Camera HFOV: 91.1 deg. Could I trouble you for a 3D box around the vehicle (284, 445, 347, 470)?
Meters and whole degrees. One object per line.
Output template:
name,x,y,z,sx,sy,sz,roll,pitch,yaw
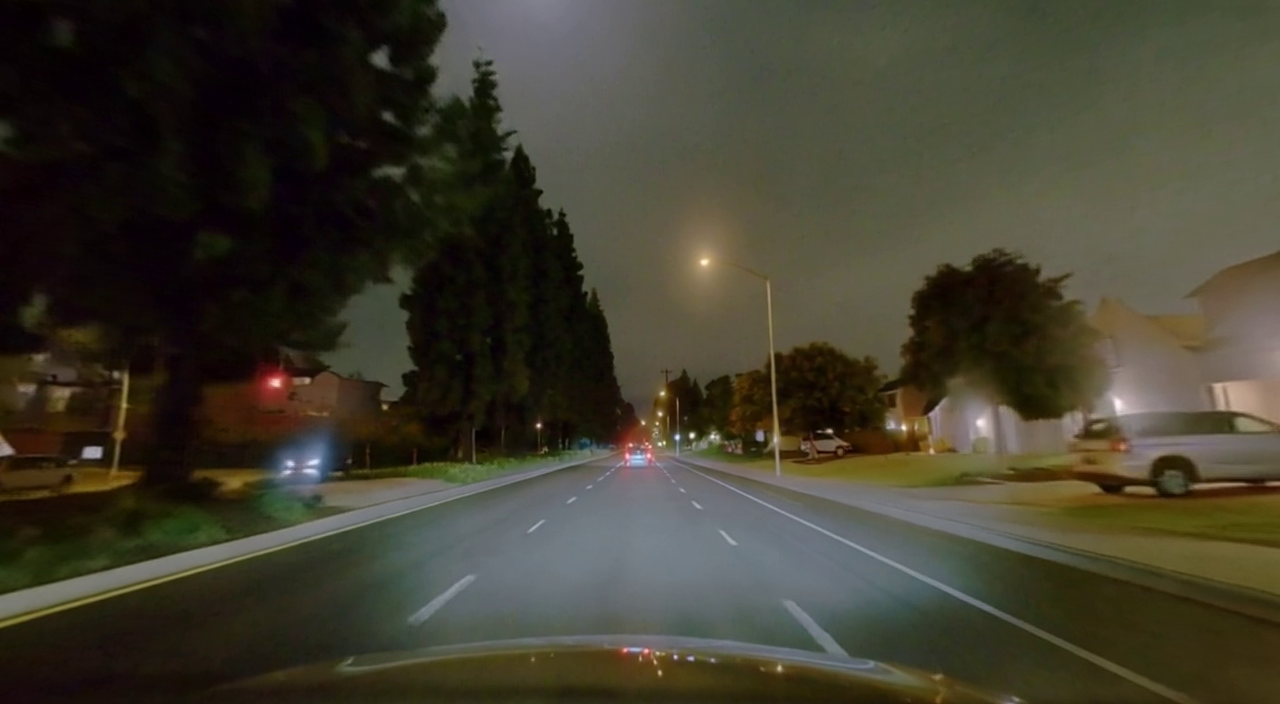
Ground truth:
vehicle,-19.673,6.387,38.198,1.836,1.456,3.647,0,-8,0

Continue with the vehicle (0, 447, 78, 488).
vehicle,-24.130,4.378,23.990,1.892,1.455,3.564,0,-8,1

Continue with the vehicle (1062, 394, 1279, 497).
vehicle,12.243,1.985,13.373,4.923,2.019,1.985,0,-9,2

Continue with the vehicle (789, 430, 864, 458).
vehicle,13.375,6.630,45.333,4.739,1.918,2.071,0,-8,2

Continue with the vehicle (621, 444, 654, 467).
vehicle,-0.177,6.710,40.912,2.054,1.456,4.003,0,-8,0
